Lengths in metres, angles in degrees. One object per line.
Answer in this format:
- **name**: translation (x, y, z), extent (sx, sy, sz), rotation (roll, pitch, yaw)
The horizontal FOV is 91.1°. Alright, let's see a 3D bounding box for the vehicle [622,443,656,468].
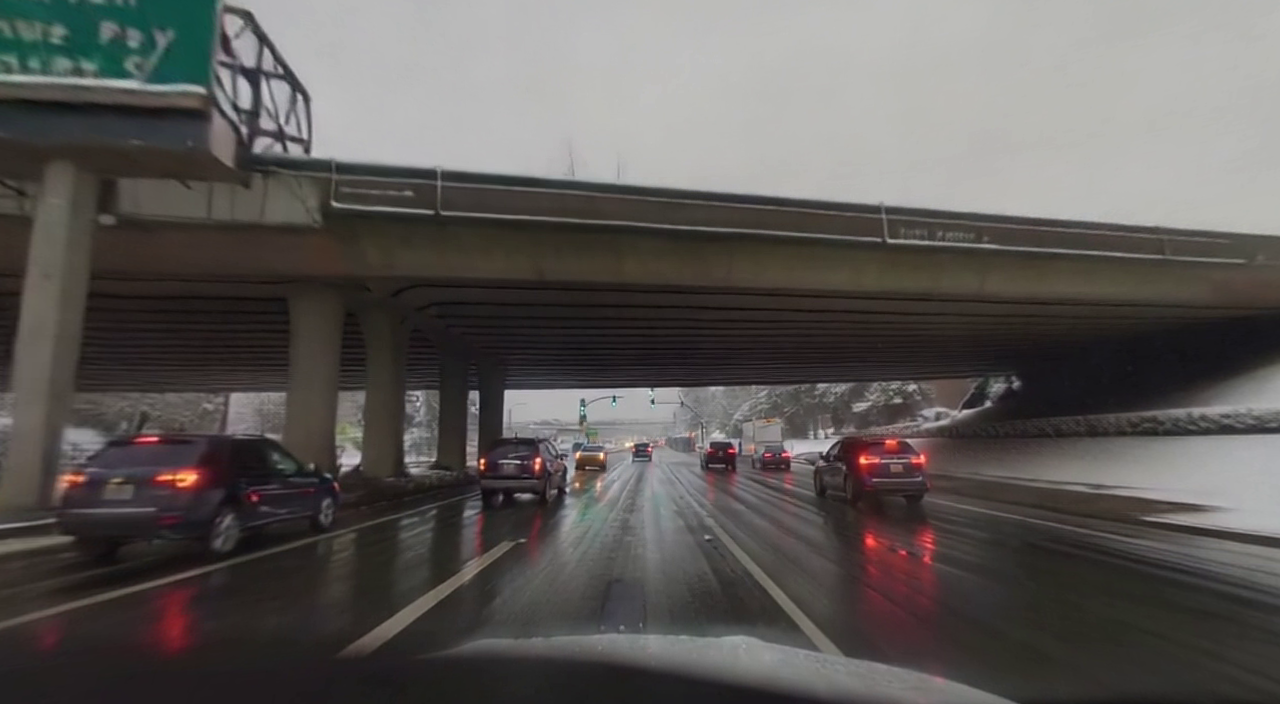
- **vehicle**: translation (-0.060, 6.305, 38.393), extent (2.026, 1.453, 3.780), rotation (0, -8, 0)

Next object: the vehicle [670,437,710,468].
- **vehicle**: translation (2.992, 6.185, 38.747), extent (2.034, 1.762, 4.420), rotation (0, -8, -1)

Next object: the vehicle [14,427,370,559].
- **vehicle**: translation (-6.110, 1.948, 9.456), extent (2.070, 1.488, 4.376), rotation (0, -8, 1)

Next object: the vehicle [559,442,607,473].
- **vehicle**: translation (-2.809, 5.328, 31.944), extent (1.980, 1.491, 4.351), rotation (0, -8, 1)

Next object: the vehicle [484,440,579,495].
- **vehicle**: translation (-3.143, 3.449, 19.111), extent (2.041, 1.466, 4.212), rotation (0, -8, 1)

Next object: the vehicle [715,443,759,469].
- **vehicle**: translation (5.940, 6.382, 38.827), extent (1.924, 1.527, 4.268), rotation (0, -8, -2)

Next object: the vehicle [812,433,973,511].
- **vehicle**: translation (5.962, 2.875, 15.539), extent (2.056, 1.624, 4.498), rotation (0, -8, -1)
